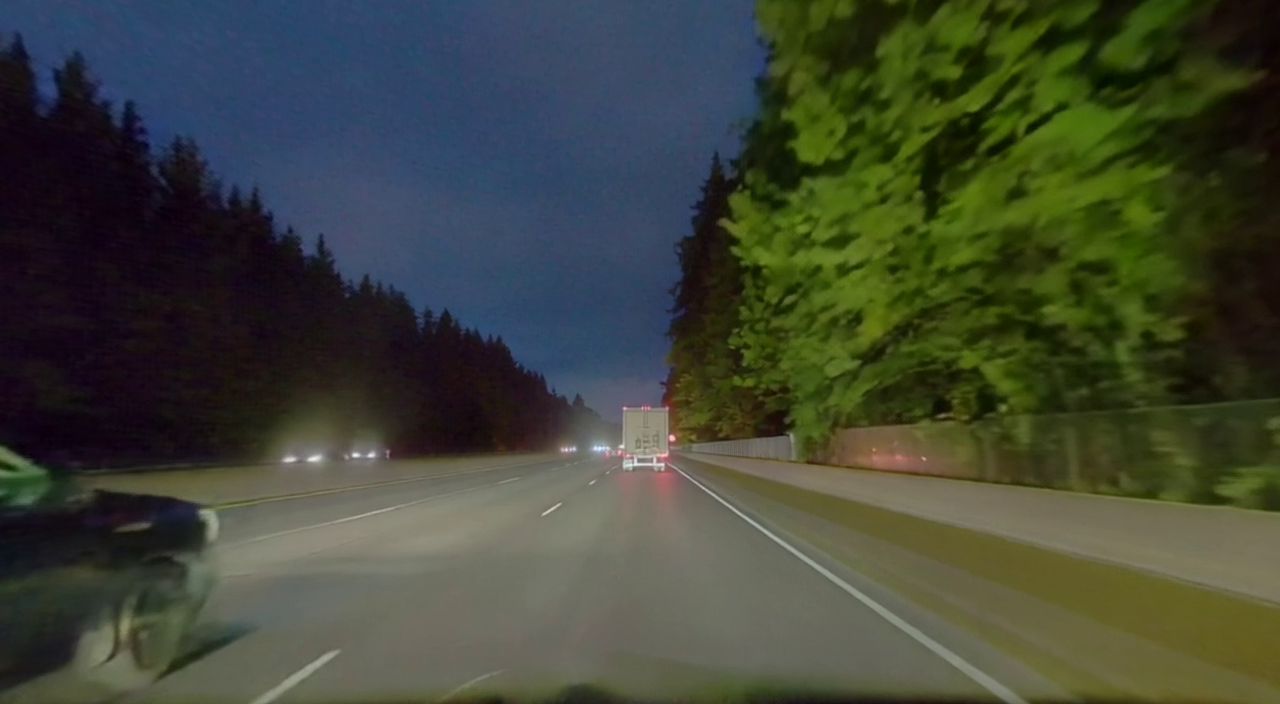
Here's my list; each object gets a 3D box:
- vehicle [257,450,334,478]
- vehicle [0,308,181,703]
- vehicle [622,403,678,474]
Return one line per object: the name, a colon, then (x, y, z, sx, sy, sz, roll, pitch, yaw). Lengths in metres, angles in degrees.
vehicle: (-19.659, 6.393, 36.242, 1.816, 1.476, 4.468, 0, -9, 1)
vehicle: (-3.795, 0.530, 0.967, 2.226, 1.933, 5.179, 0, -9, 0)
vehicle: (0.457, 5.608, 39.968, 2.976, 3.800, 12.335, 0, -9, -1)
